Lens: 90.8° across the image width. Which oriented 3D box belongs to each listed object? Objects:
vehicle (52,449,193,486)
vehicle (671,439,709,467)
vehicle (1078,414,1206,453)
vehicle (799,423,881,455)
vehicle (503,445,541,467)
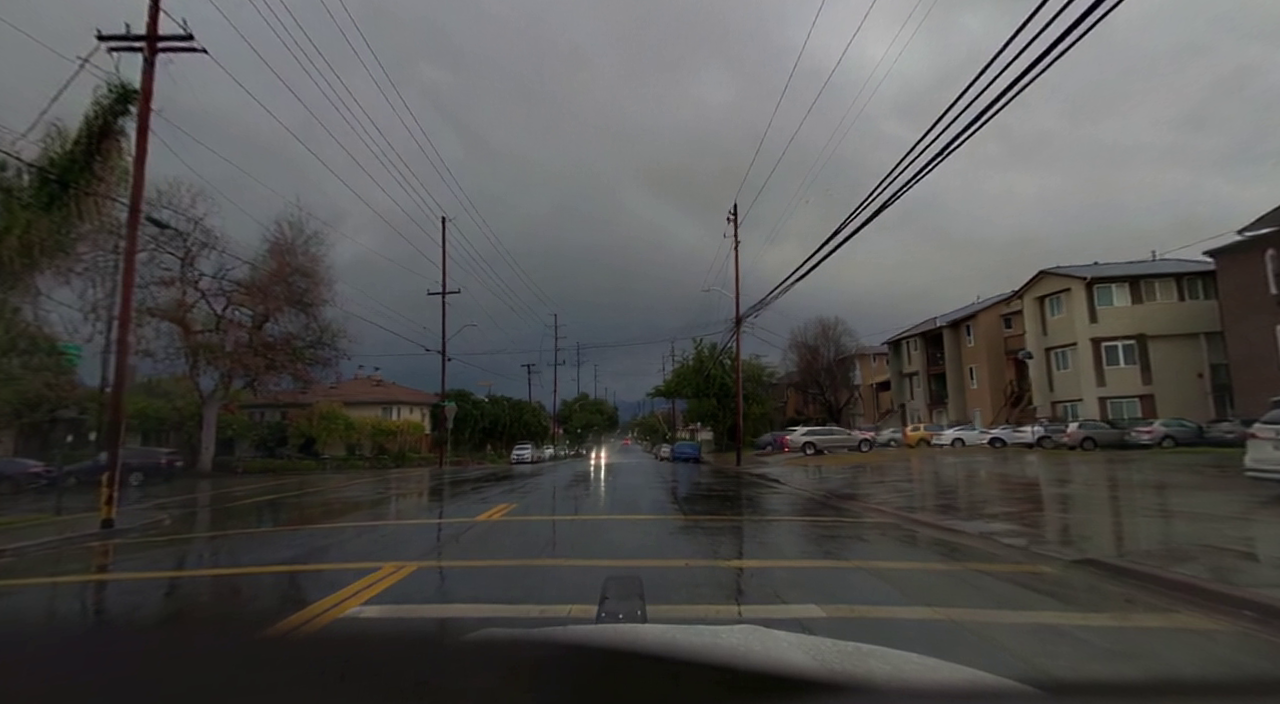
[{"bbox_3d":[-22.254,4.970,27.315,4.424,1.486,1.814,0,-8,-2],"label":"vehicle"},{"bbox_3d":[3.246,6.694,42.049,1.993,1.755,4.256,0,-8,-2],"label":"vehicle"},{"bbox_3d":[22.394,3.680,28.289,4.002,1.505,2.061,-1,-10,-5],"label":"vehicle"},{"bbox_3d":[11.222,4.900,35.411,4.509,1.664,1.981,5,-10,-35],"label":"vehicle"},{"bbox_3d":[-8.540,7.533,46.098,2.066,1.472,4.353,0,-8,-1],"label":"vehicle"}]
